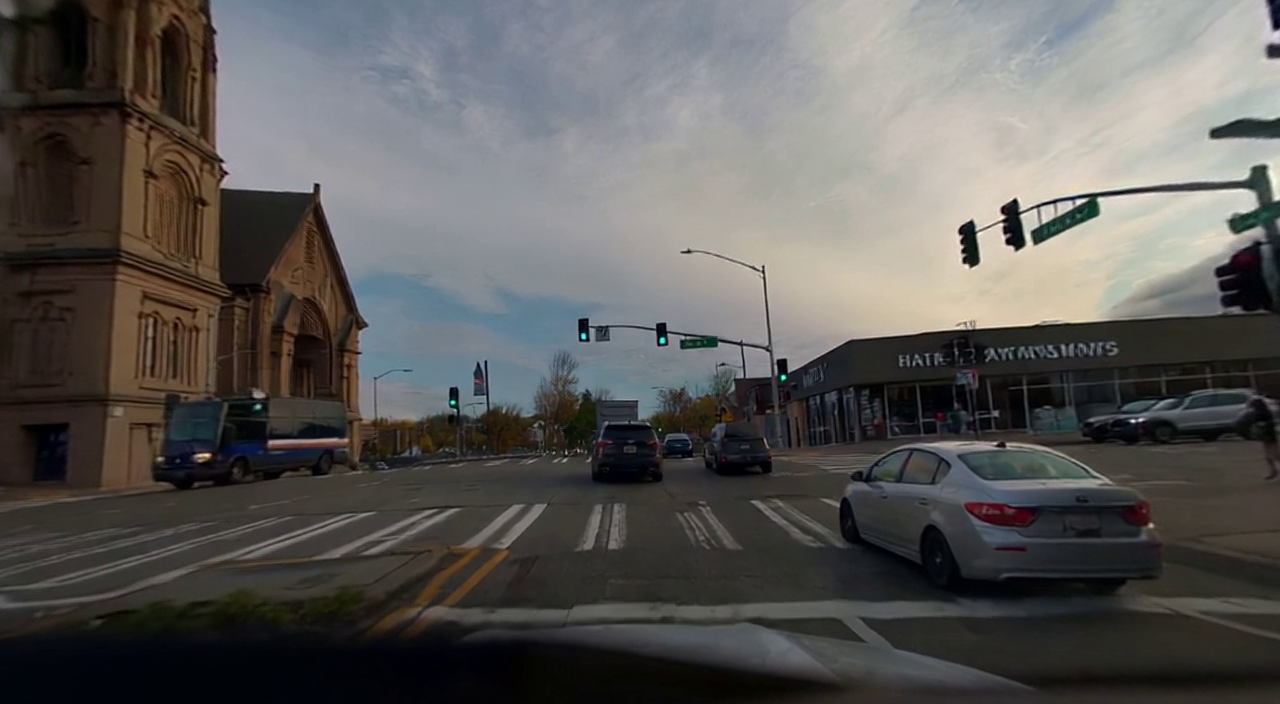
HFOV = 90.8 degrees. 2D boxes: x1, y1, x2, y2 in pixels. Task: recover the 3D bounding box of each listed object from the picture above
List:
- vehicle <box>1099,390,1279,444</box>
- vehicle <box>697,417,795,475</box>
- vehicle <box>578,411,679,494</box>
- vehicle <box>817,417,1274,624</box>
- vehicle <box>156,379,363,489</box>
[{"bbox_3d":[17.309,2.074,19.794,4.255,1.590,1.999,0,-8,-1],"label":"vehicle"},{"bbox_3d":[2.933,2.745,18.489,1.890,1.491,4.166,0,-8,-4],"label":"vehicle"},{"bbox_3d":[-0.389,2.470,15.763,2.168,1.776,4.135,0,-8,-4],"label":"vehicle"},{"bbox_3d":[3.577,1.543,6.857,1.883,1.472,4.471,0,-8,-2],"label":"vehicle"},{"bbox_3d":[-15.011,3.442,26.160,3.126,3.773,8.662,0,-8,0],"label":"vehicle"}]
